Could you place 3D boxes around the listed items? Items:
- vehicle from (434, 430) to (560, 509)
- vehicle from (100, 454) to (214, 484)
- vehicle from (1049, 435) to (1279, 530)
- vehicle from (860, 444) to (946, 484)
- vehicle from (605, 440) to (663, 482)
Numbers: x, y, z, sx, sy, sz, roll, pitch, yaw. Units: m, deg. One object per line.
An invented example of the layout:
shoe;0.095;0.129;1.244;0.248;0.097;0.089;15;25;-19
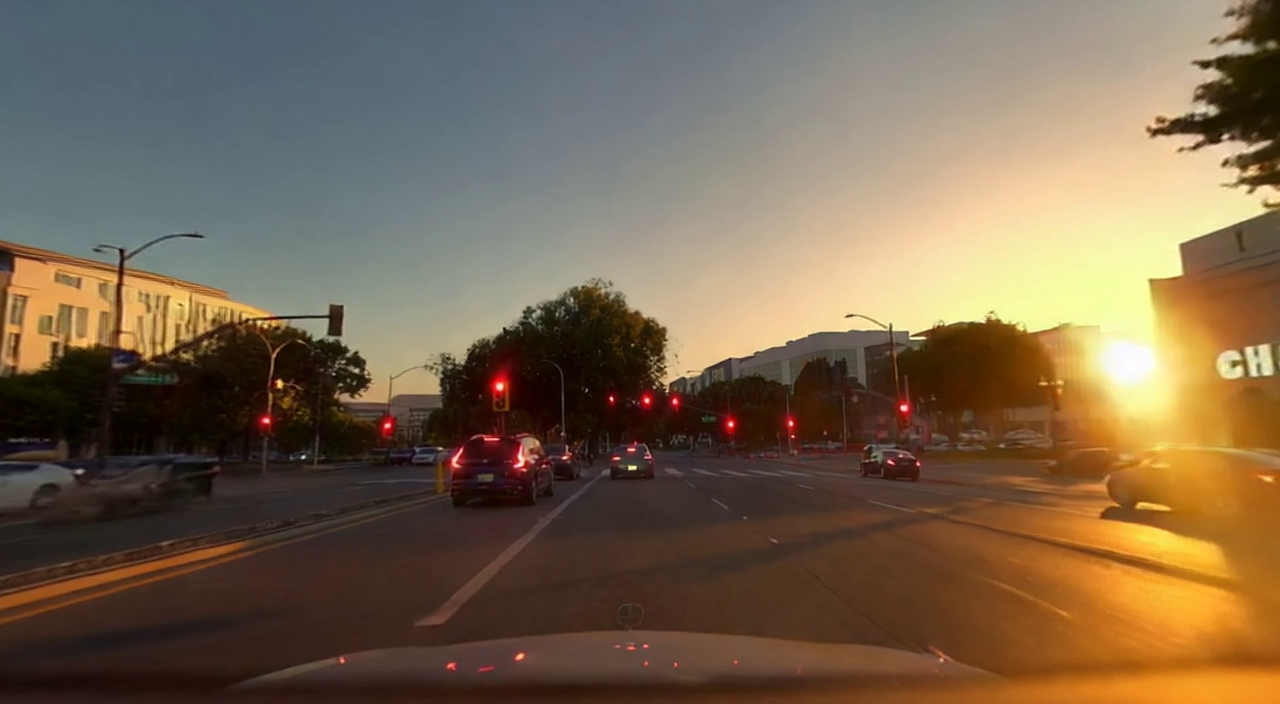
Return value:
vehicle;-3.357;2.867;15.878;2.057;1.678;4.639;0;-8;0
vehicle;-26.415;6.411;34.688;4.687;1.482;1.914;4;-10;-29
vehicle;10.329;2.380;12.158;1.936;1.474;4.331;0;-8;0
vehicle;11.052;4.696;26.808;1.935;1.435;4.141;4;-8;1
vehicle;-0.247;4.191;24.569;2.059;1.477;3.988;0;-8;-1
